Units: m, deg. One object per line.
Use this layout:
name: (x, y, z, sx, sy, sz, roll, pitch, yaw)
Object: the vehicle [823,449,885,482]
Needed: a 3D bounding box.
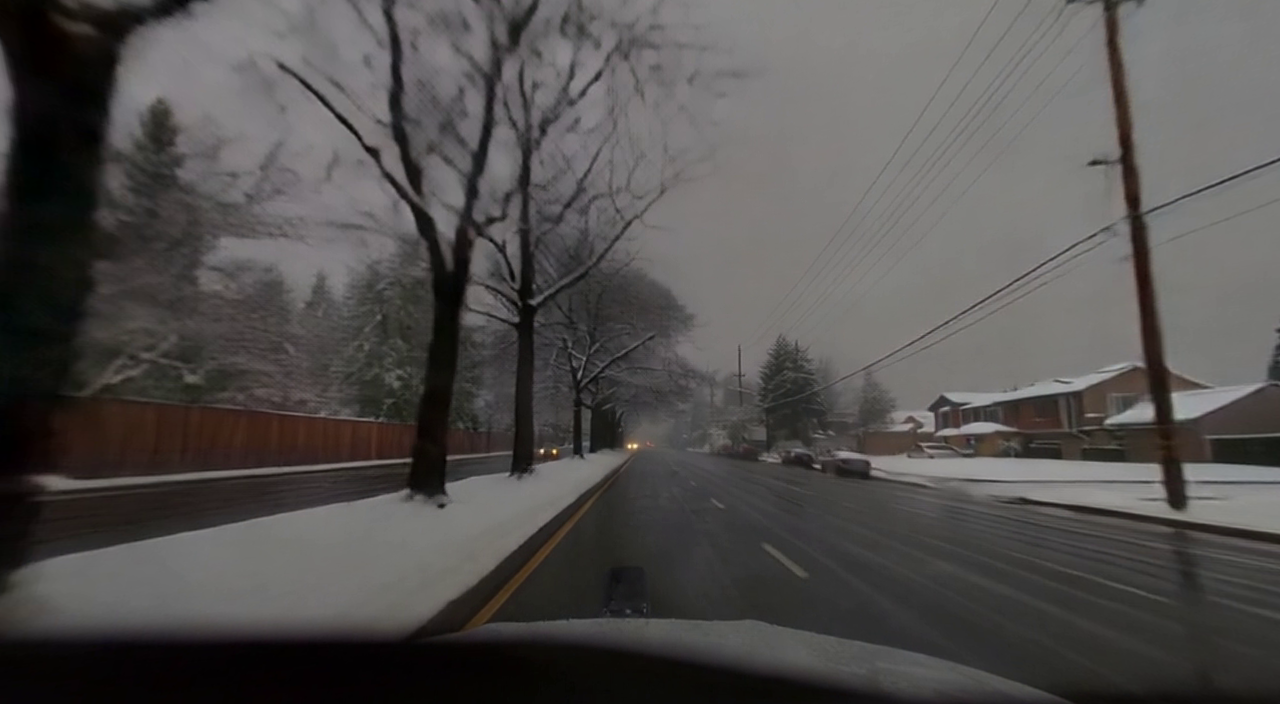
vehicle: (11.806, 6.273, 35.080, 2.061, 1.575, 4.098, 4, -8, 1)
